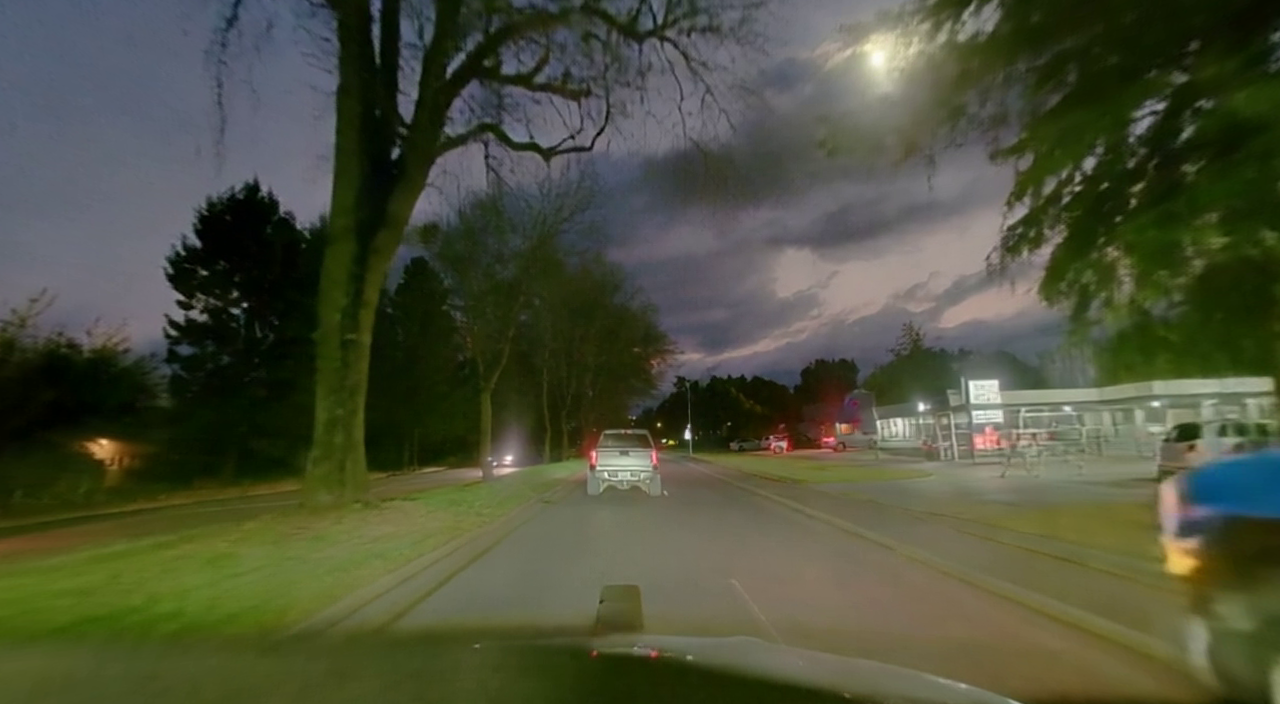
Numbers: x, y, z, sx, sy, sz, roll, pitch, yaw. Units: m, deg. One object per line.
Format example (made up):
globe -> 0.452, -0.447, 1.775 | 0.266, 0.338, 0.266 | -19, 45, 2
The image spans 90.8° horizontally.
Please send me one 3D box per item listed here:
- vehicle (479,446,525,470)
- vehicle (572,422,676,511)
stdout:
vehicle -> -8.989, 6.932, 41.527 | 2.027, 1.493, 4.707 | 0, -8, -1
vehicle -> -0.389, 2.806, 16.080 | 2.157, 1.816, 5.804 | 0, -8, -1
